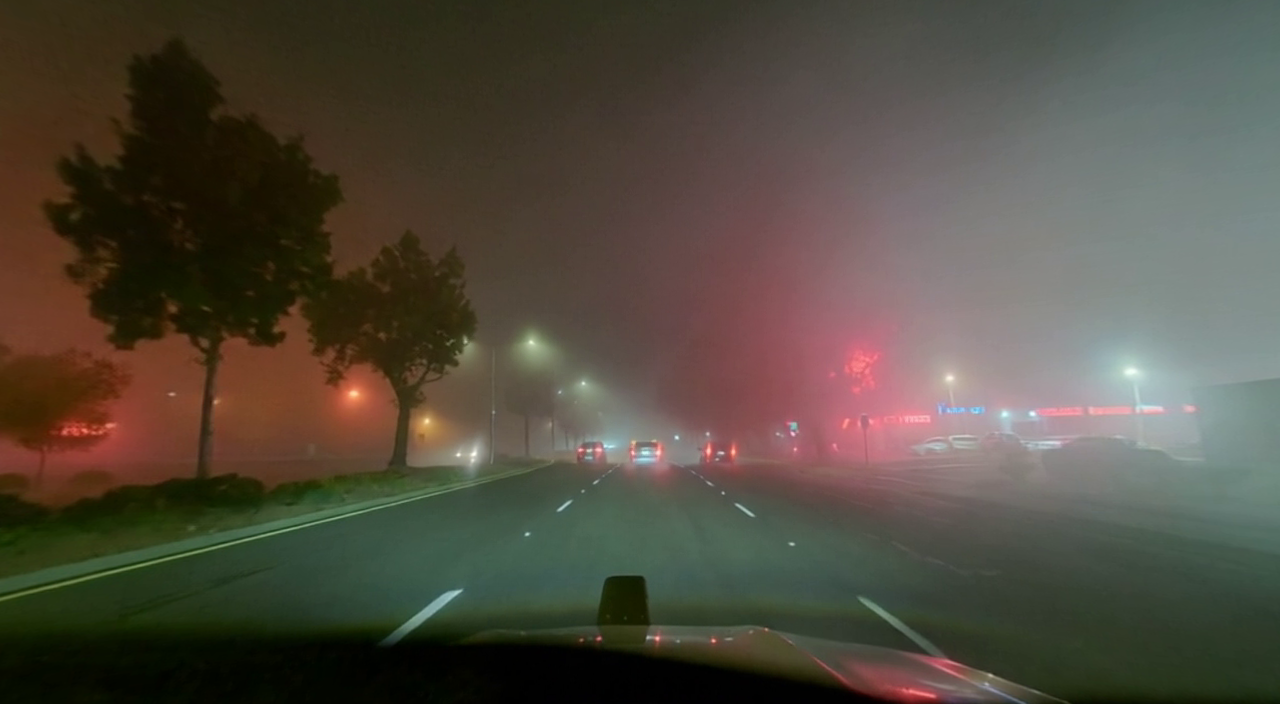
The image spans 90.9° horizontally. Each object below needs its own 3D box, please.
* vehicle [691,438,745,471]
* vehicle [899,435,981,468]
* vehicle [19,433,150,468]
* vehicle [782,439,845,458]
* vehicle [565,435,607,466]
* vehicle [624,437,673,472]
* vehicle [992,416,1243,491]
[{"bbox_3d":[3.705,4.978,30.799,2.012,1.462,4.400,0,-8,-1],"label":"vehicle"},{"bbox_3d":[15.275,5.098,32.389,2.099,1.526,4.555,-1,-8,2],"label":"vehicle"},{"bbox_3d":[-35.246,6.262,40.400,2.578,1.973,6.455,1,-8,-1],"label":"vehicle"},{"bbox_3d":[13.628,7.639,49.860,4.622,1.469,1.934,-2,-9,11],"label":"vehicle"},{"bbox_3d":[-3.011,5.622,36.043,1.995,1.607,4.086,0,-8,1],"label":"vehicle"},{"bbox_3d":[0.366,4.667,28.905,2.059,1.477,4.216,0,-8,0],"label":"vehicle"},{"bbox_3d":[13.215,2.860,17.789,5.144,1.834,2.188,-2,-9,2],"label":"vehicle"}]
